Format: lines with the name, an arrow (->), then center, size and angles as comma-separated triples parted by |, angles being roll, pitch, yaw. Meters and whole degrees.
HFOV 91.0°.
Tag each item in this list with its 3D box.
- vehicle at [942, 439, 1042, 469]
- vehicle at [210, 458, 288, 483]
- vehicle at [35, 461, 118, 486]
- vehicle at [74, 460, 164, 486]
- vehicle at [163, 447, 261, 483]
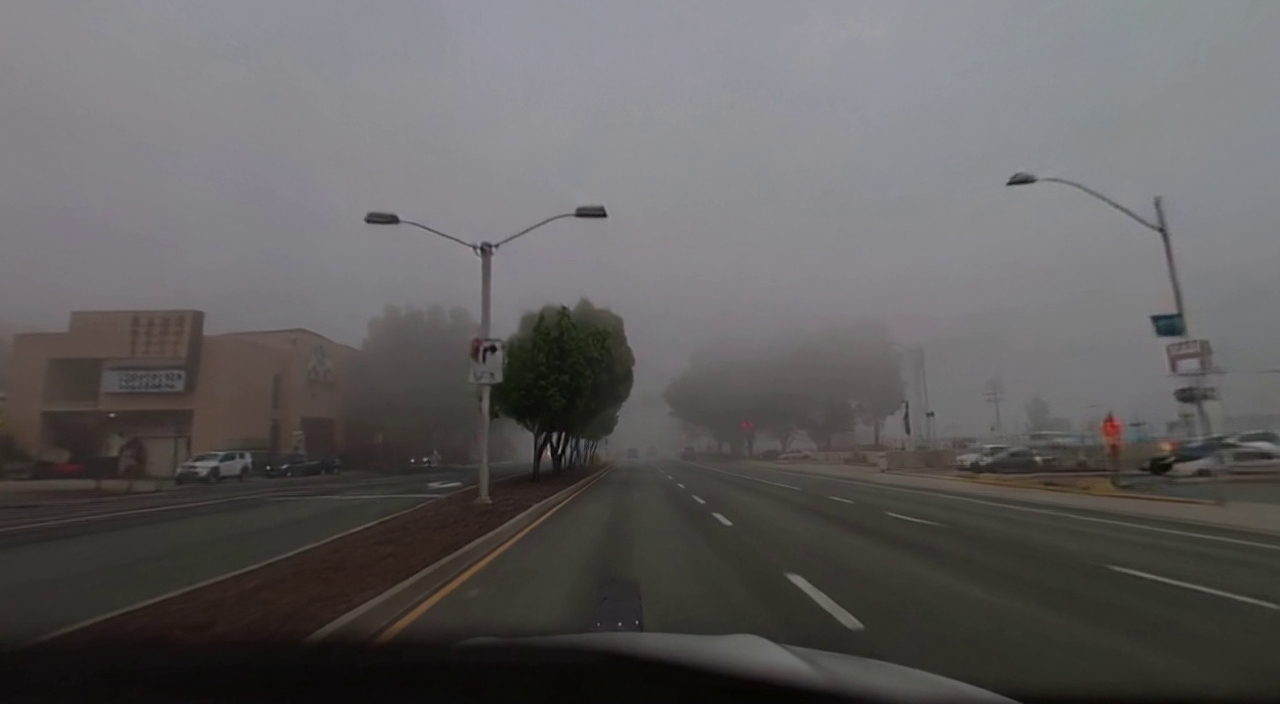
vehicle -> 20.249, 5.886, 36.301 | 4.472, 1.521, 2.090 | -1, -10, -2
vehicle -> -25.696, 7.794, 41.600 | 1.970, 1.446, 4.674 | -3, -10, 4
vehicle -> -37.312, 8.021, 41.785 | 1.870, 1.477, 3.984 | 0, -8, -1
vehicle -> -34.729, 8.070, 42.182 | 1.961, 1.486, 4.946 | 0, -8, -3
vehicle -> -28.538, 7.505, 42.309 | 2.333, 2.153, 6.030 | 0, -8, -1
